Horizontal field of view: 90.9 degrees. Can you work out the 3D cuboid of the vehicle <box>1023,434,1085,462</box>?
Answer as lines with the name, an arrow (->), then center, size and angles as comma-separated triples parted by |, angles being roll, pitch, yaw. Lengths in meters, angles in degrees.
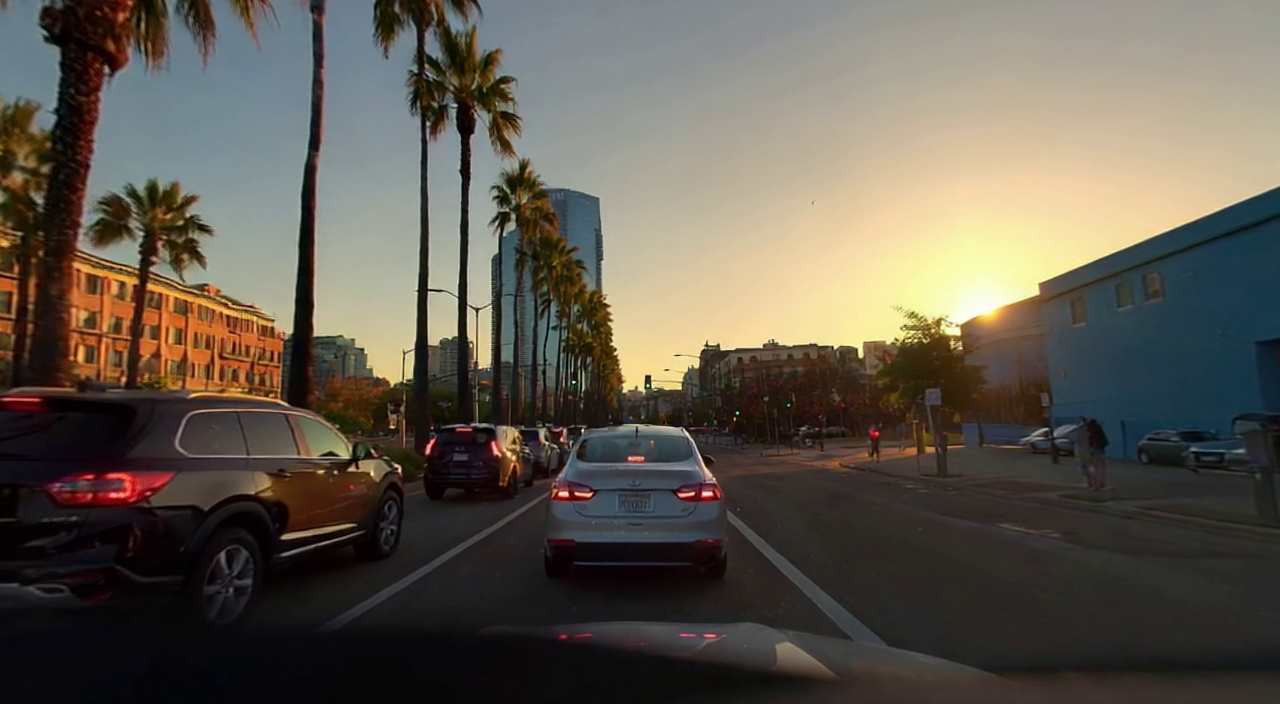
vehicle -> 26.222, 6.090, 40.028 | 1.882, 1.672, 3.957 | -2, -9, 12

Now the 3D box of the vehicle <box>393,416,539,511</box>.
vehicle -> -3.459, 2.305, 13.383 | 1.840, 1.684, 4.041 | 0, -8, 1

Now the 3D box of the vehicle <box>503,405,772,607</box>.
vehicle -> -0.055, 1.535, 7.185 | 2.114, 1.585, 4.285 | 0, -8, -1

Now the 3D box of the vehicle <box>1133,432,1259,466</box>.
vehicle -> 25.457, 4.445, 28.961 | 3.914, 1.427, 1.779 | -2, -8, 5

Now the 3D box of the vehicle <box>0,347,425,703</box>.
vehicle -> -3.535, 1.161, 5.338 | 1.914, 1.741, 4.398 | 0, -9, -1
